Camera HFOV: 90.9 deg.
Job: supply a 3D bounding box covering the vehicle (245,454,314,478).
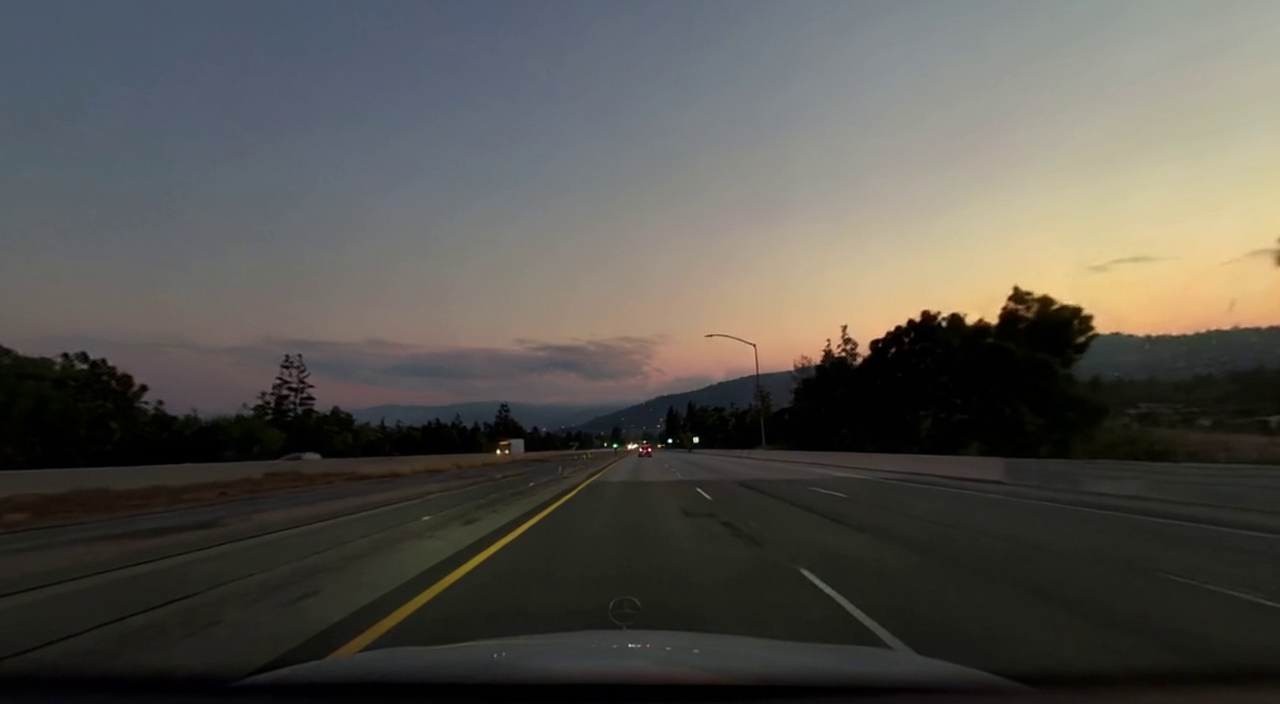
[{"bbox_3d":[-24.621,7.754,43.276,1.873,1.456,4.716,0,-8,1],"label":"vehicle"}]
